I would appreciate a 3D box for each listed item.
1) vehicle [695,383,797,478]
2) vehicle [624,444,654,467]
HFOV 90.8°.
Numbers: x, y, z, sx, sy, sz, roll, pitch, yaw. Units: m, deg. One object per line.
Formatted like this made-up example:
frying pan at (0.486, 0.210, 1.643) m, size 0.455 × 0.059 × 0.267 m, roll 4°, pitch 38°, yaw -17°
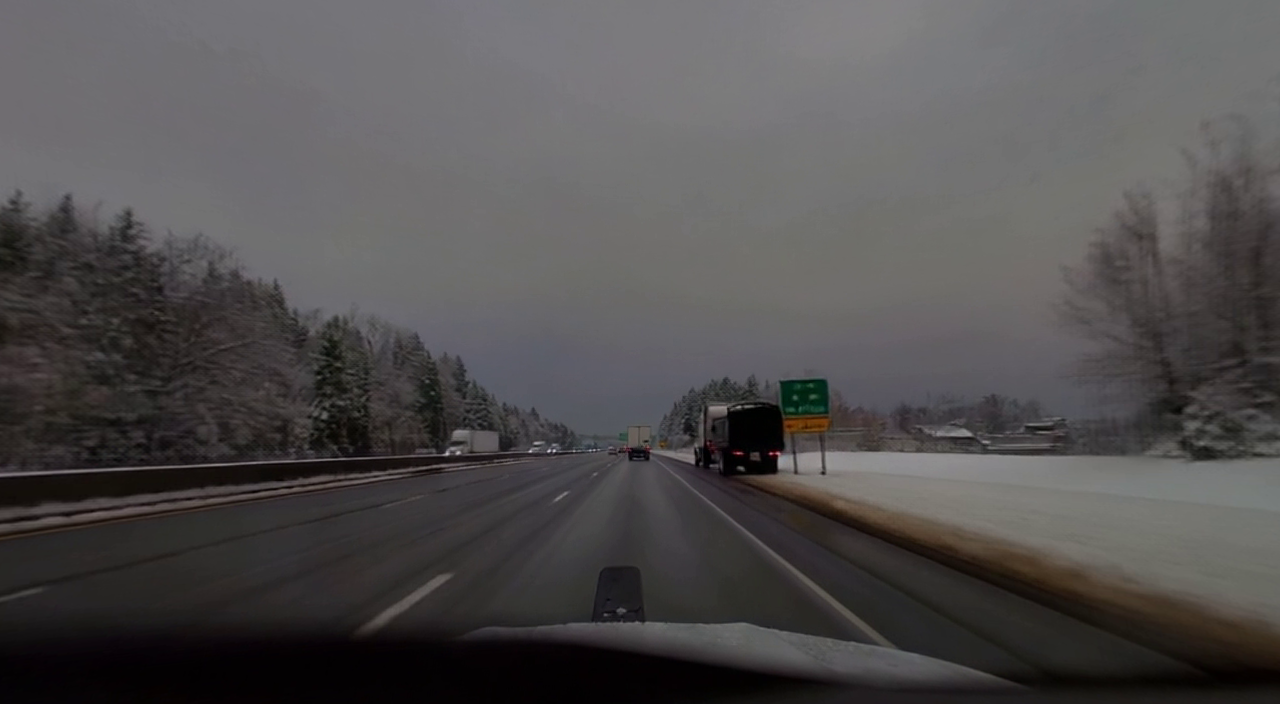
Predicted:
vehicle at (5.211, 4.477, 34.634) m, size 2.893 × 4.114 × 14.332 m, roll 0°, pitch -9°, yaw -1°
vehicle at (-0.083, 7.169, 43.882) m, size 1.972 × 1.492 × 3.697 m, roll 0°, pitch -9°, yaw 0°
